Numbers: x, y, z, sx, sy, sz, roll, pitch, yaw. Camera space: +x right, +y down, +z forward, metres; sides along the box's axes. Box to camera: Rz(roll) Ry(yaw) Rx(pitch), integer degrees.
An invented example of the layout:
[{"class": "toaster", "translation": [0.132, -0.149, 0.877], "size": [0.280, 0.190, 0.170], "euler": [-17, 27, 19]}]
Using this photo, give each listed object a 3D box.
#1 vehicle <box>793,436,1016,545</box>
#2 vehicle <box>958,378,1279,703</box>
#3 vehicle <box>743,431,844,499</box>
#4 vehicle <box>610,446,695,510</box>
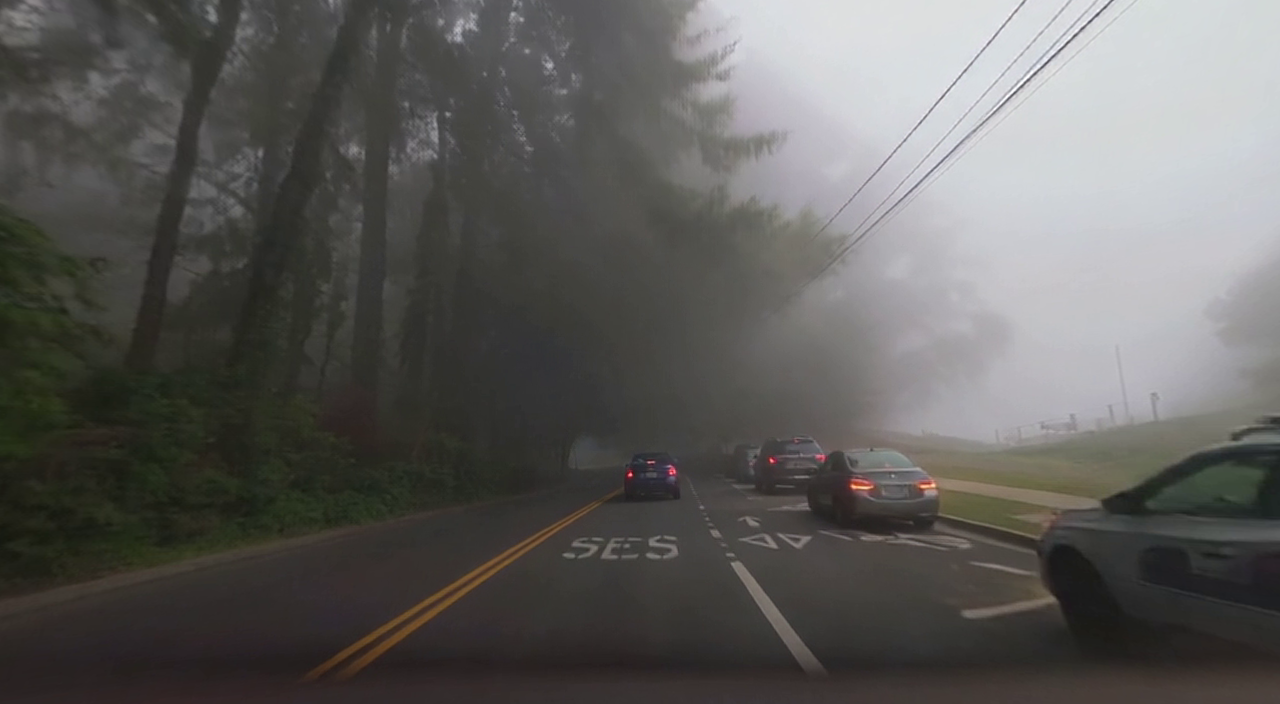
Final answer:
[{"class": "vehicle", "translation": [4.238, 2.269, 11.153], "size": [1.992, 1.469, 4.823], "euler": [0, -8, 2]}, {"class": "vehicle", "translation": [3.877, 1.013, 3.334], "size": [1.957, 1.629, 4.609], "euler": [0, -8, 0]}, {"class": "vehicle", "translation": [4.516, 3.395, 19.354], "size": [2.066, 1.804, 4.751], "euler": [0, -8, 2]}, {"class": "vehicle", "translation": [0.381, 3.396, 17.498], "size": [2.078, 1.521, 4.058], "euler": [0, -8, 2]}]
